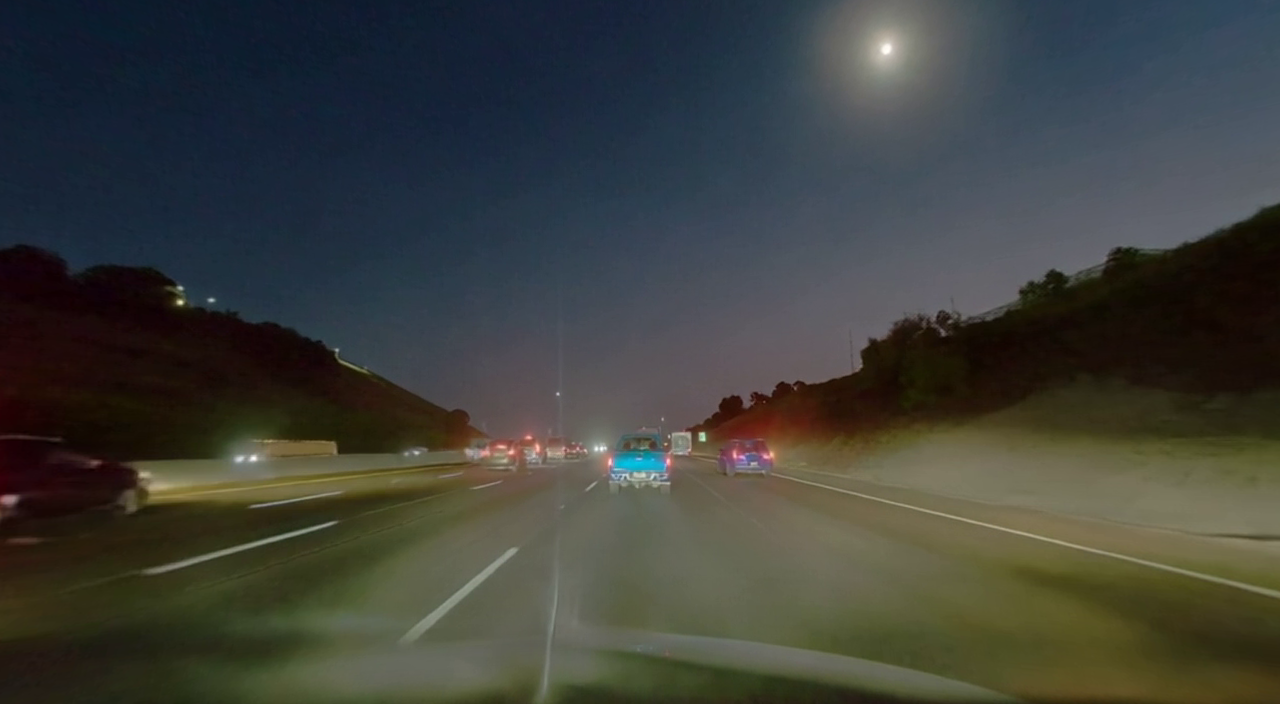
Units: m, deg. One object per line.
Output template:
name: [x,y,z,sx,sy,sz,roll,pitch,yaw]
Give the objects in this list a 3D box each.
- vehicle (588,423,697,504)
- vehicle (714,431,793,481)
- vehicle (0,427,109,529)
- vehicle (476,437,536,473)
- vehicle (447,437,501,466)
vehicle: [0.081,2.844,16.410,2.447,1.804,4.273,0,-8,1]
vehicle: [4.580,4.335,26.549,2.204,1.852,5.845,0,-8,0]
vehicle: [-11.469,2.010,9.966,1.999,1.643,4.717,0,-8,0]
vehicle: [-6.750,5.253,32.320,2.024,1.706,4.462,0,-8,1]
vehicle: [-11.048,6.659,42.408,2.223,1.781,5.098,0,-8,0]
